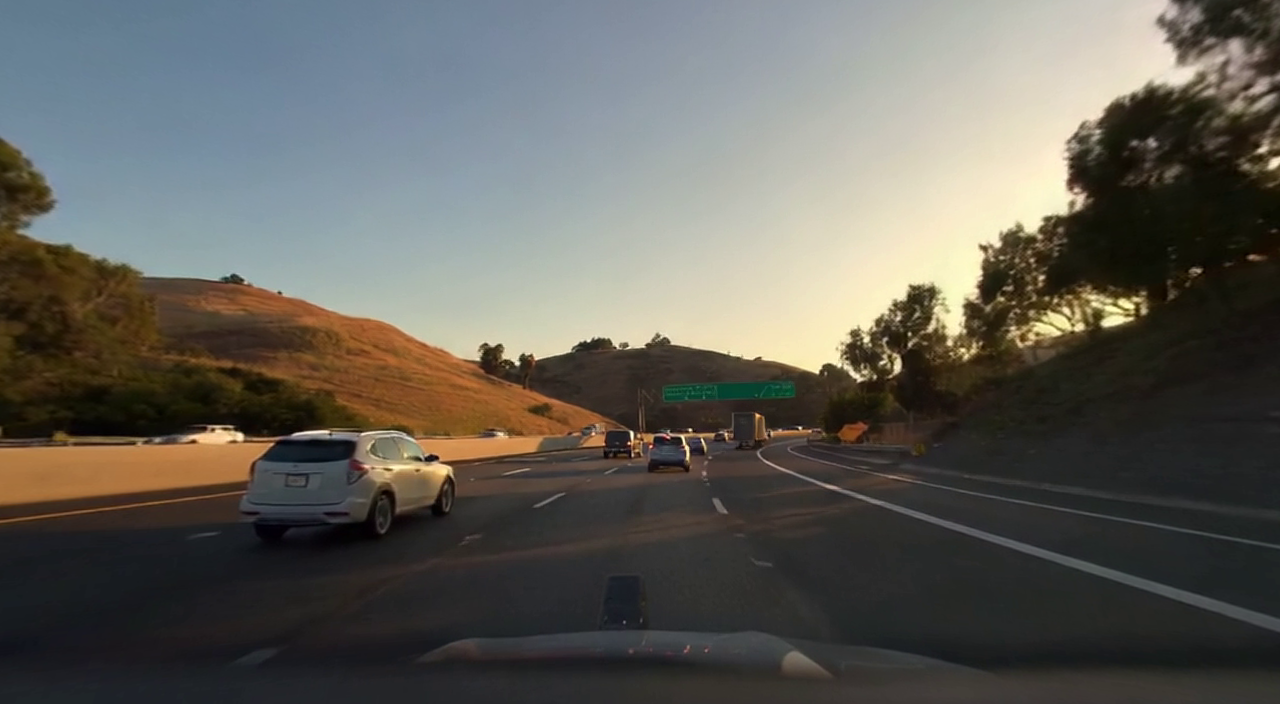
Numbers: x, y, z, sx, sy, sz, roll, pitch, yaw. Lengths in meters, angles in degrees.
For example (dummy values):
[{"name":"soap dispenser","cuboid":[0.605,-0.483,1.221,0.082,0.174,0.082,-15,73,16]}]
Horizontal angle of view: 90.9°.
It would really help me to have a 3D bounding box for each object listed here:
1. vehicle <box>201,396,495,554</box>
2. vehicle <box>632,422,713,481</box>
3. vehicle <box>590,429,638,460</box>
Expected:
[{"name":"vehicle","cuboid":[-3.714,1.667,9.165,2.077,1.712,4.406,0,-8,1]},{"name":"vehicle","cuboid":[1.144,3.412,21.771,2.484,1.820,4.497,-1,-8,4]},{"name":"vehicle","cuboid":[-1.458,5.532,37.619,2.194,1.702,4.305,-1,-8,7]}]
